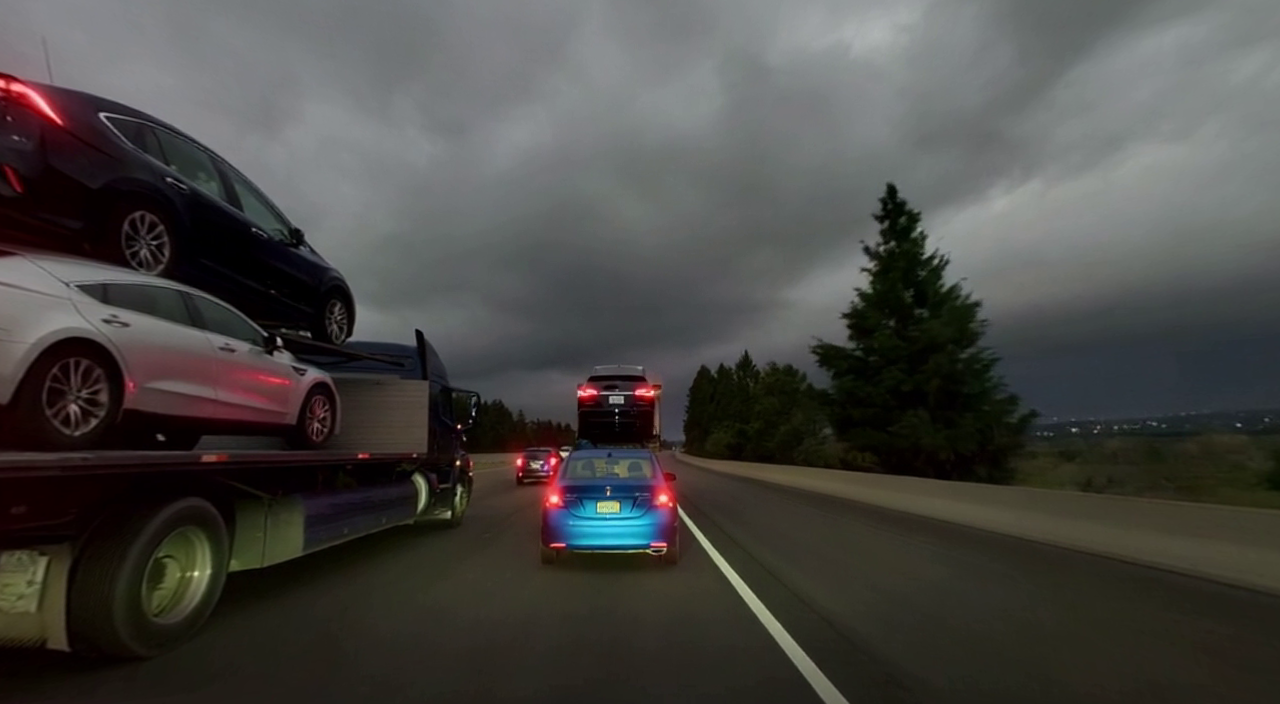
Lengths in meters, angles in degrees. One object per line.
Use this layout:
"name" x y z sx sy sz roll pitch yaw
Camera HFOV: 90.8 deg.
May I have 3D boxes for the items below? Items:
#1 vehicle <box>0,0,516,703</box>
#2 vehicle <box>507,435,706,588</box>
"vehicle" -4.591 0.702 8.871 2.836 4.059 14.286 0 -9 0
"vehicle" -0.352 1.868 8.101 1.991 1.507 3.391 0 -9 -1
